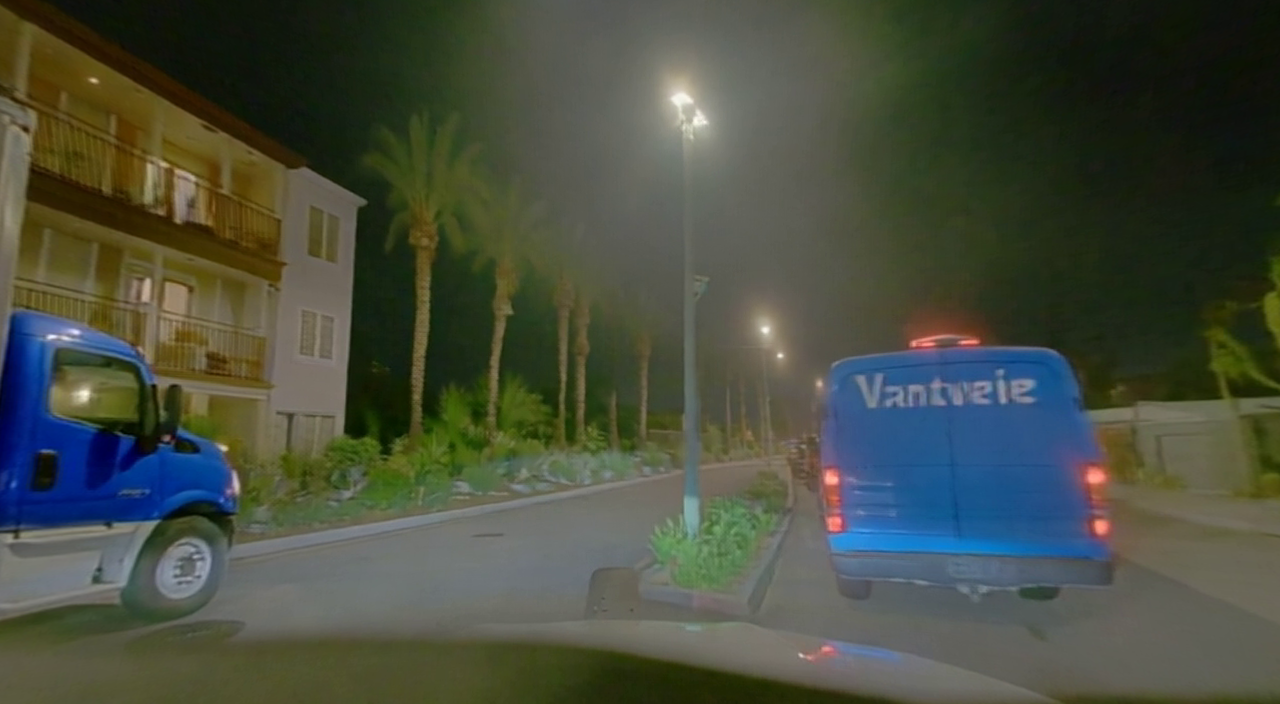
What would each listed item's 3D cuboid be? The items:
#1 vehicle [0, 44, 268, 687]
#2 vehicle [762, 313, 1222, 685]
[{"bbox_3d":[-6.253,-0.397,0.647,2.998,3.659,10.517,-3,-9,18],"label":"vehicle"},{"bbox_3d":[2.677,1.261,6.709,2.418,2.078,5.866,-2,-9,13],"label":"vehicle"}]
